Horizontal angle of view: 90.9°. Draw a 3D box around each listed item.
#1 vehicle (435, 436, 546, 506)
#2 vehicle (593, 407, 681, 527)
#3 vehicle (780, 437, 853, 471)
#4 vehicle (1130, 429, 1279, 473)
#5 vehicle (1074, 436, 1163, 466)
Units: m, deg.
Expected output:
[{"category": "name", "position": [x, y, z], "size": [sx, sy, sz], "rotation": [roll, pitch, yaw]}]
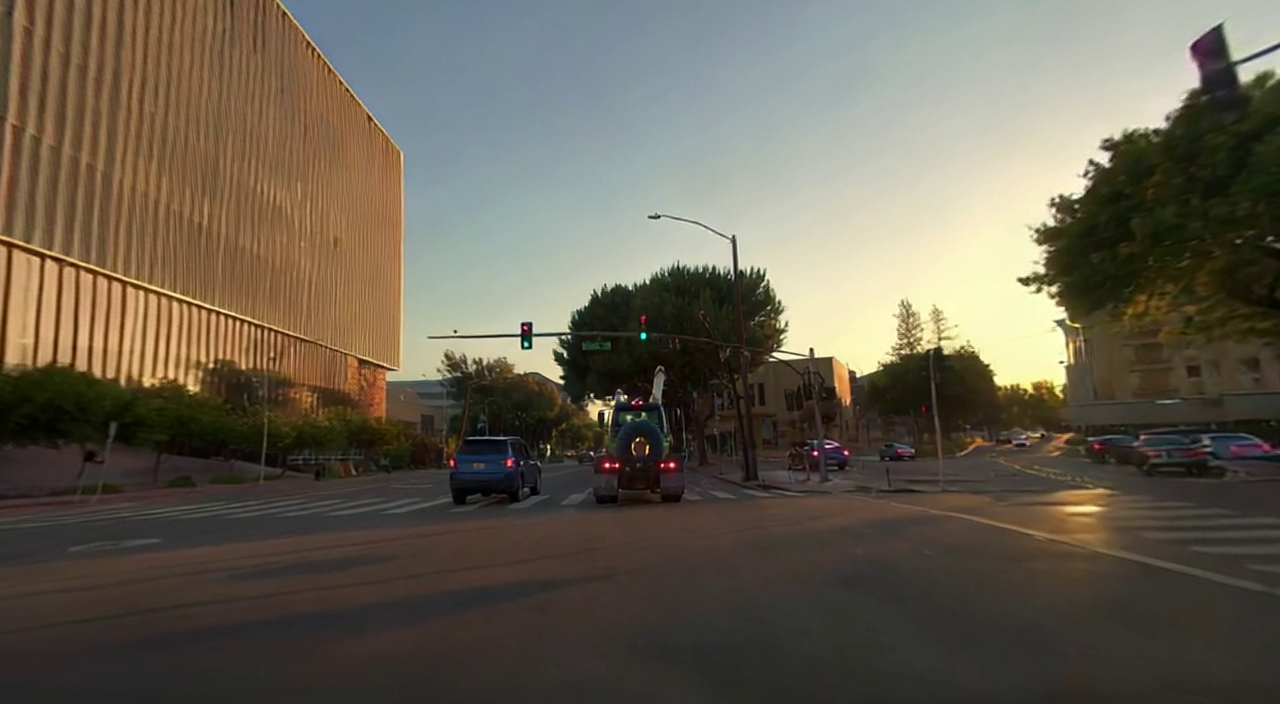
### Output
[{"category": "vehicle", "position": [-3.961, 3.222, 17.529], "size": [2.081, 1.688, 4.235], "rotation": [0, -9, 0]}, {"category": "vehicle", "position": [-0.215, 4.213, 24.075], "size": [2.552, 3.461, 11.044], "rotation": [0, -9, -1]}, {"category": "vehicle", "position": [10.131, 5.898, 36.664], "size": [2.186, 1.783, 4.716], "rotation": [0, -9, -11]}, {"category": "vehicle", "position": [20.775, 3.657, 23.081], "size": [1.767, 1.440, 4.261], "rotation": [1, -10, -10]}, {"category": "vehicle", "position": [25.454, 5.255, 33.574], "size": [3.565, 1.369, 1.647], "rotation": [-1, -9, -12]}]
